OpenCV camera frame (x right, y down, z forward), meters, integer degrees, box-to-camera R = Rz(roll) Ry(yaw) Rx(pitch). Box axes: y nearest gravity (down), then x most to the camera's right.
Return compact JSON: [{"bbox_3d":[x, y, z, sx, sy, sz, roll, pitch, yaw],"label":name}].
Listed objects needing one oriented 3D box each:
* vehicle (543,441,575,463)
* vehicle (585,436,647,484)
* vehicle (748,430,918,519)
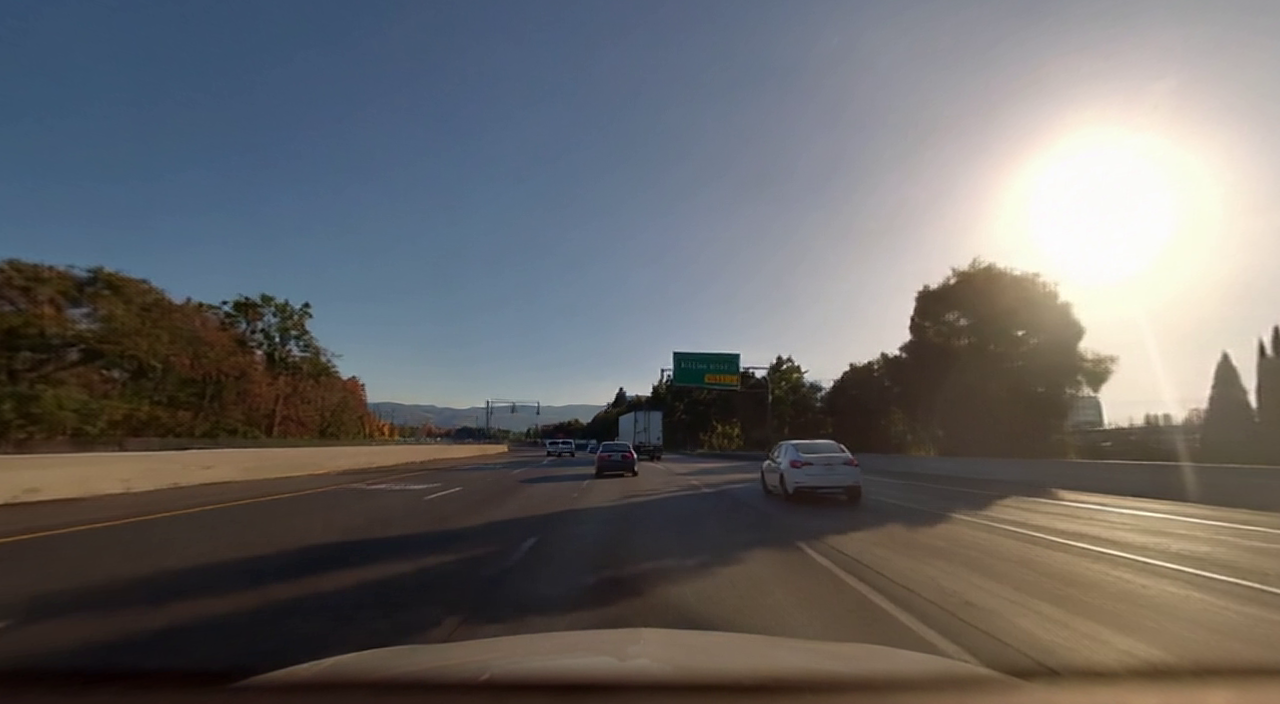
[{"bbox_3d":[-5.738,7.124,45.053,2.072,1.512,4.043,0,-9,-4],"label":"vehicle"},{"bbox_3d":[-0.874,3.861,22.779,2.020,1.516,3.951,0,-9,-2],"label":"vehicle"},{"bbox_3d":[3.664,2.406,12.914,1.971,1.472,4.301,0,-9,-2],"label":"vehicle"}]
